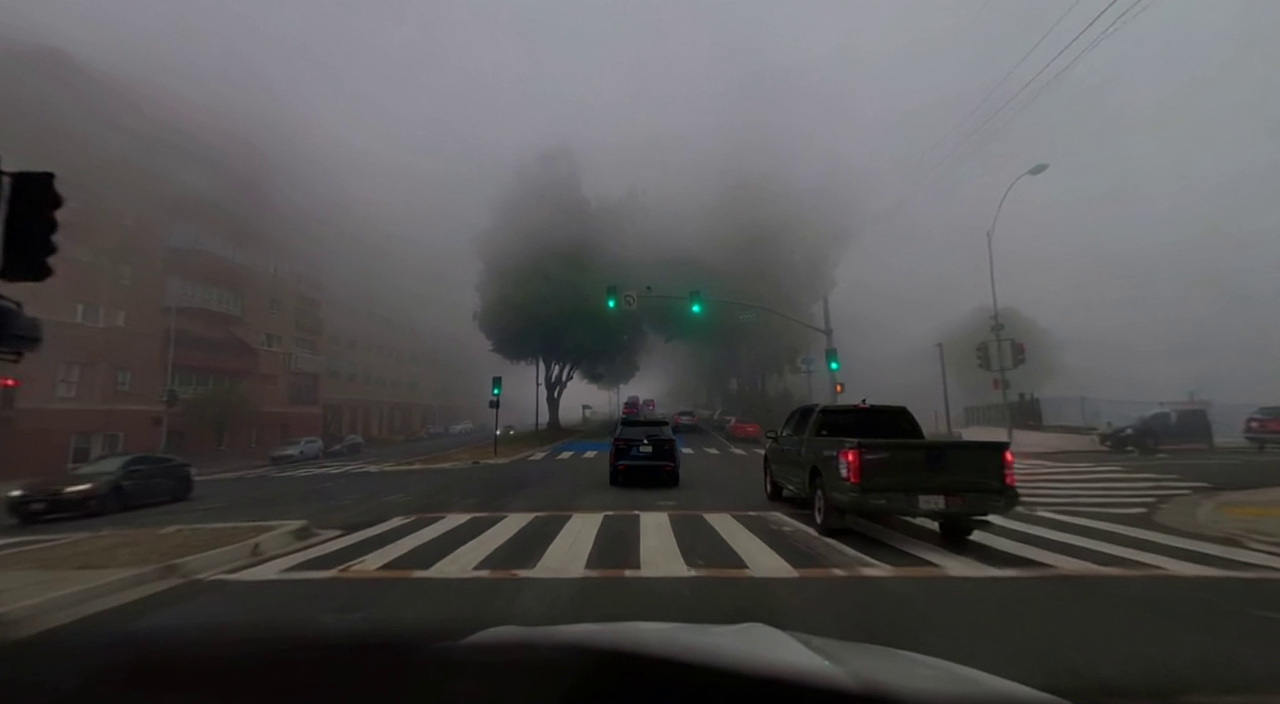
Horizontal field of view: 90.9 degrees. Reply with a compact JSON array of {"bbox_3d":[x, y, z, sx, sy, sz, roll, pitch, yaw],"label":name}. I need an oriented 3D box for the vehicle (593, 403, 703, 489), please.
[{"bbox_3d":[0.121,2.265,15.309,2.283,1.773,4.255,0,-9,-1],"label":"vehicle"}]

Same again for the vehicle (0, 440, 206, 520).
[{"bbox_3d":[-13.509,3.103,15.892,2.062,1.697,4.321,0,-9,-1],"label":"vehicle"}]

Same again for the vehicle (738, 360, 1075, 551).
[{"bbox_3d":[3.373,1.557,10.072,2.487,2.048,6.443,0,-8,-1],"label":"vehicle"}]

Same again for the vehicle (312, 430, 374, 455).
[{"bbox_3d":[-19.661,6.033,42.008,1.871,1.546,4.792,0,-9,0],"label":"vehicle"}]

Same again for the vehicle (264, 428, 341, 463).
[{"bbox_3d":[-19.573,5.474,36.829,2.060,1.867,4.626,0,-9,-2],"label":"vehicle"}]

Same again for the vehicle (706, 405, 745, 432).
[{"bbox_3d":[6.510,5.161,48.644,2.279,1.818,4.961,0,-9,-1],"label":"vehicle"}]

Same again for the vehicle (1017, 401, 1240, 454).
[{"bbox_3d":[14.312,2.270,18.722,4.872,1.472,2.136,0,-9,-2],"label":"vehicle"}]
